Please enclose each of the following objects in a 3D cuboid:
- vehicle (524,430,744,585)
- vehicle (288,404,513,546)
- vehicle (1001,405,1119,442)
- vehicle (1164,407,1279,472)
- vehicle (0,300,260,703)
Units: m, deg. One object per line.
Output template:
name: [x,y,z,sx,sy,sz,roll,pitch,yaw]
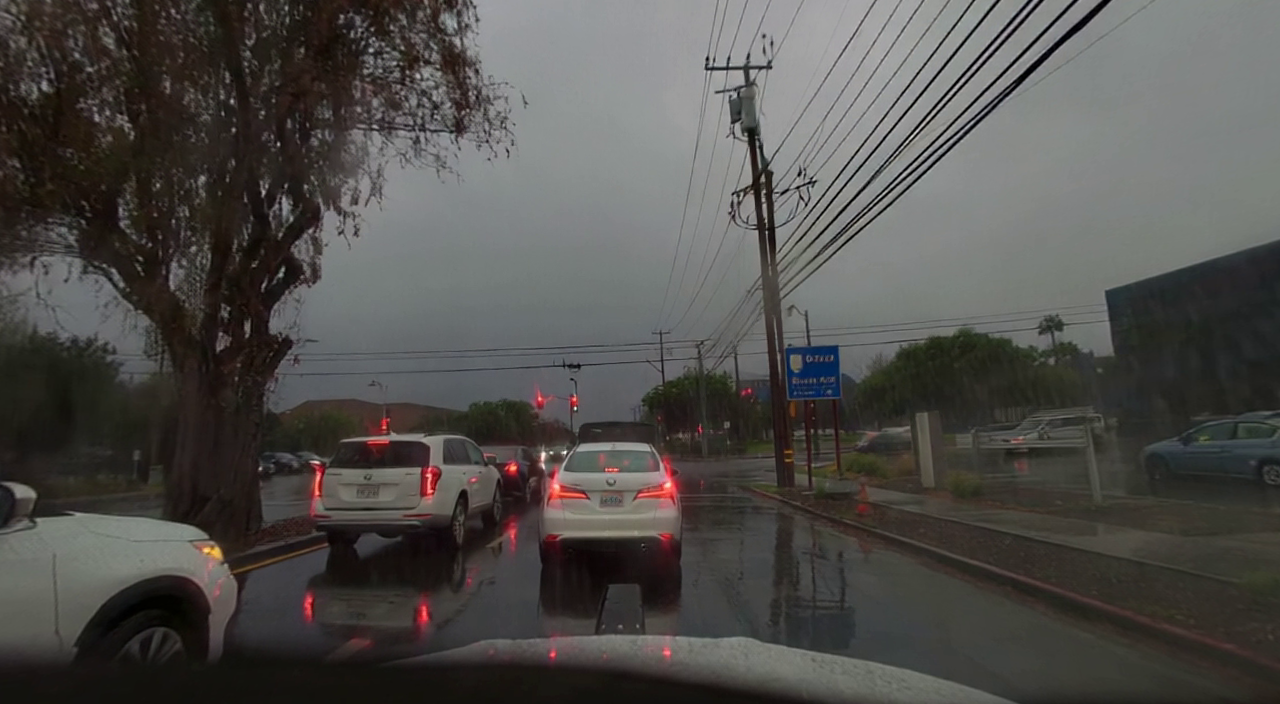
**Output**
vehicle: [-0.101,1.800,8.144,2.121,1.474,3.968,0,-8,-1]
vehicle: [-3.848,2.087,11.368,2.147,1.963,4.927,0,-8,-1]
vehicle: [26.840,4.640,40.523,5.782,2.286,2.223,-1,-9,4]
vehicle: [17.014,2.551,18.288,1.858,1.622,4.491,-5,-10,28]
vehicle: [-3.584,0.635,1.528,2.085,1.943,5.053,0,-8,1]
